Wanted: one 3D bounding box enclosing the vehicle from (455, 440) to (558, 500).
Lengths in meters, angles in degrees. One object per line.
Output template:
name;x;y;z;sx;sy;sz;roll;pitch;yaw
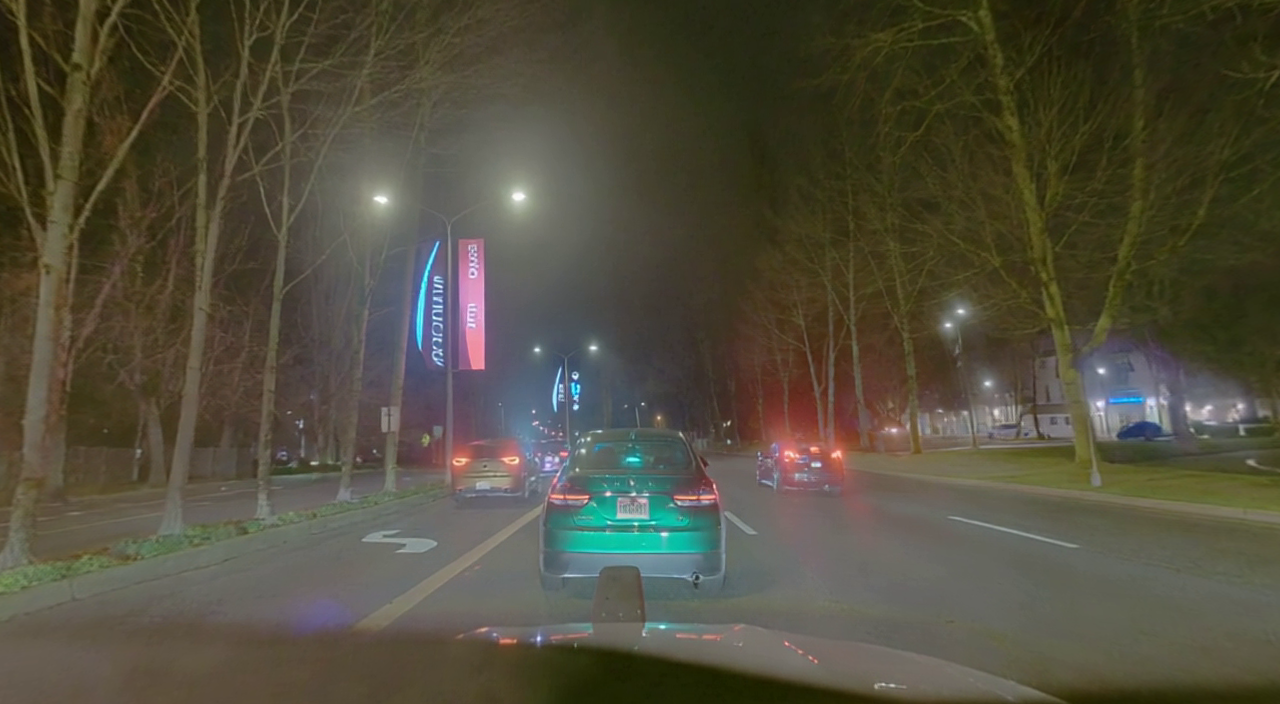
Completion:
vehicle;-3.512;3.187;17.515;1.952;1.431;4.383;0;-8;-1

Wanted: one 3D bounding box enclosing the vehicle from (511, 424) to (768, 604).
vehicle;-0.062;1.641;7.304;2.126;1.475;3.967;0;-8;-2
